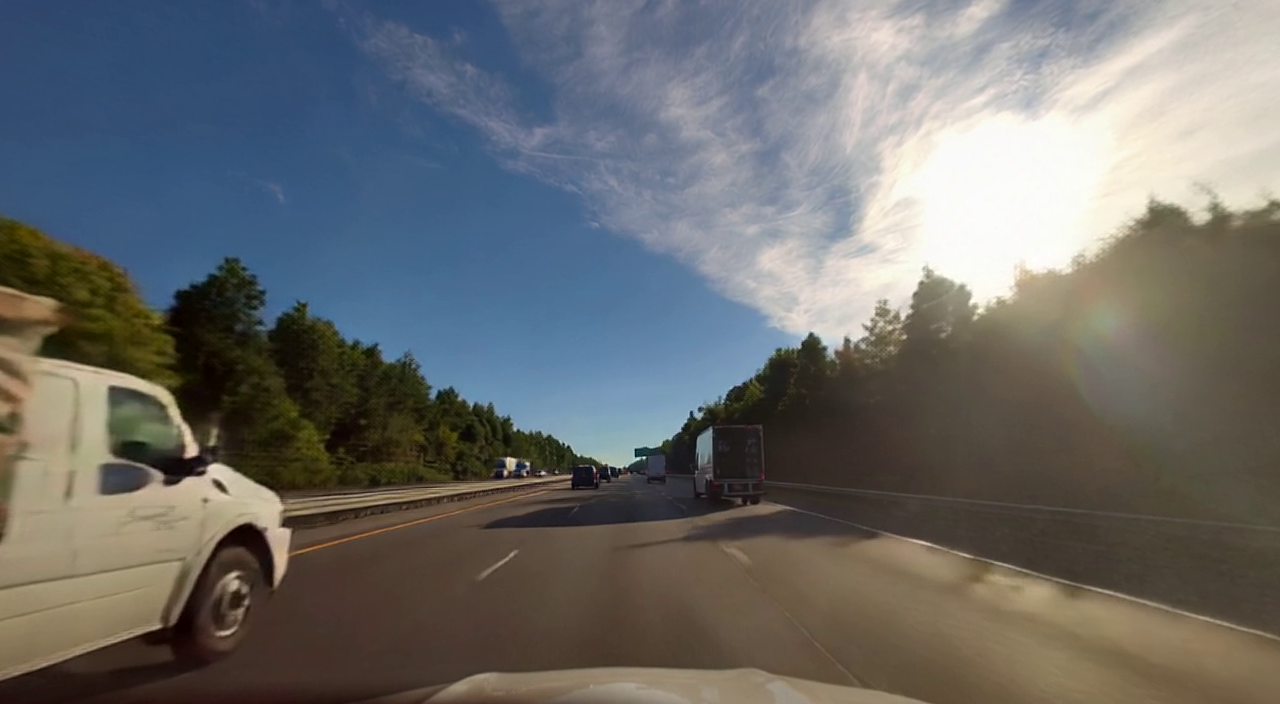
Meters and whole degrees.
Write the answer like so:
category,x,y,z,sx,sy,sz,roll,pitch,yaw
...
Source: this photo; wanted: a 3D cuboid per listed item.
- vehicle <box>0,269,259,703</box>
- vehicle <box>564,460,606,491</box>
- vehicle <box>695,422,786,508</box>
category,x,y,z,sx,sy,sz,roll,pitch,yaw
vehicle,-3.505,0.453,1.097,2.378,1.930,5.086,1,-10,1
vehicle,-3.486,7.933,40.584,2.204,1.852,4.661,1,-10,1
vehicle,3.798,4.506,25.065,2.703,2.988,5.097,1,-10,-1
